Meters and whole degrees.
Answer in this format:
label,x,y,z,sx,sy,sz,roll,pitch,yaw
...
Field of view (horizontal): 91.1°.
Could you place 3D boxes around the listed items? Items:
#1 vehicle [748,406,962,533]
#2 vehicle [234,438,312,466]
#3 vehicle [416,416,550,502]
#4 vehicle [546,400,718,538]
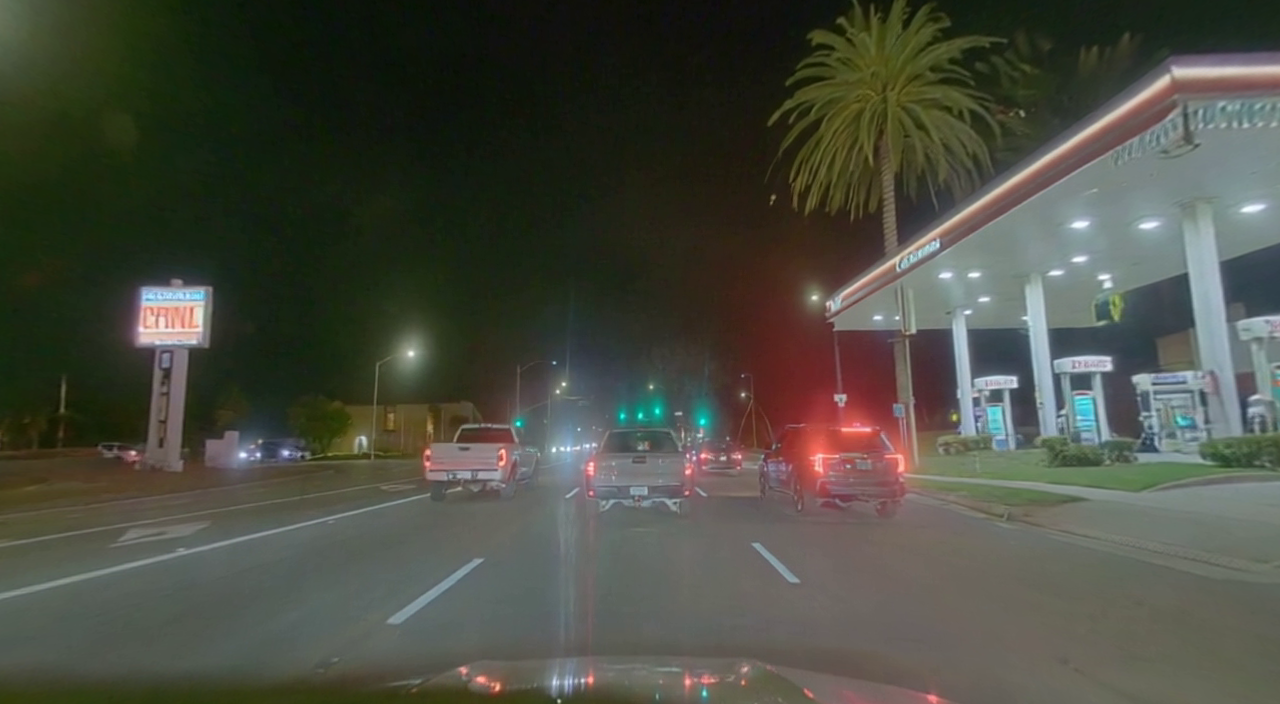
label,x,y,z,sx,sy,sz,roll,pitch,yaw
vehicle,3.611,2.114,11.958,2.120,1.828,5.531,0,-8,0
vehicle,-29.001,7.931,49.981,2.543,2.092,6.613,1,-8,-4
vehicle,-3.683,2.624,15.756,2.071,1.811,4.605,0,-8,1
vehicle,-0.054,1.971,11.225,2.295,1.835,5.471,0,-8,1
